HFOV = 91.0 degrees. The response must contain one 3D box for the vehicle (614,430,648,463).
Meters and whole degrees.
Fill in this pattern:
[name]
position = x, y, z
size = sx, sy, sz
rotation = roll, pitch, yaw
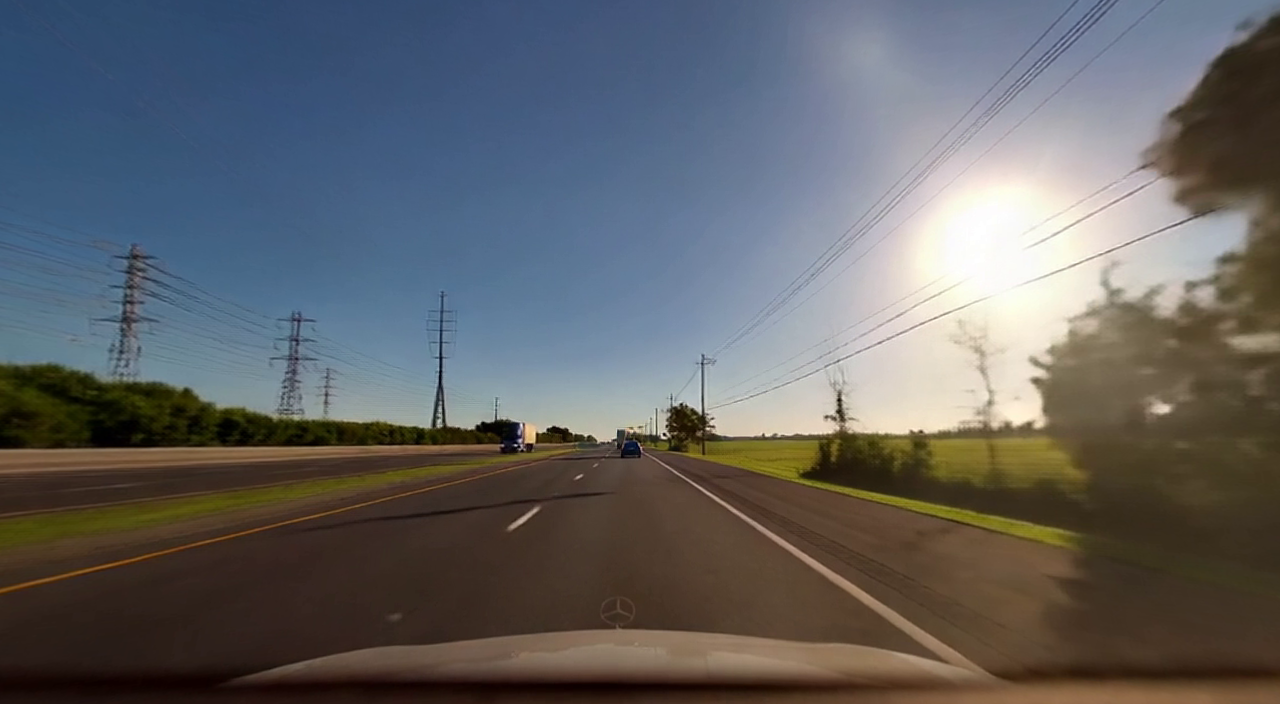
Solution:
[vehicle]
position = -0.664, 6.534, 43.620
size = 2.240, 2.129, 4.480
rotation = 0, -8, -2
